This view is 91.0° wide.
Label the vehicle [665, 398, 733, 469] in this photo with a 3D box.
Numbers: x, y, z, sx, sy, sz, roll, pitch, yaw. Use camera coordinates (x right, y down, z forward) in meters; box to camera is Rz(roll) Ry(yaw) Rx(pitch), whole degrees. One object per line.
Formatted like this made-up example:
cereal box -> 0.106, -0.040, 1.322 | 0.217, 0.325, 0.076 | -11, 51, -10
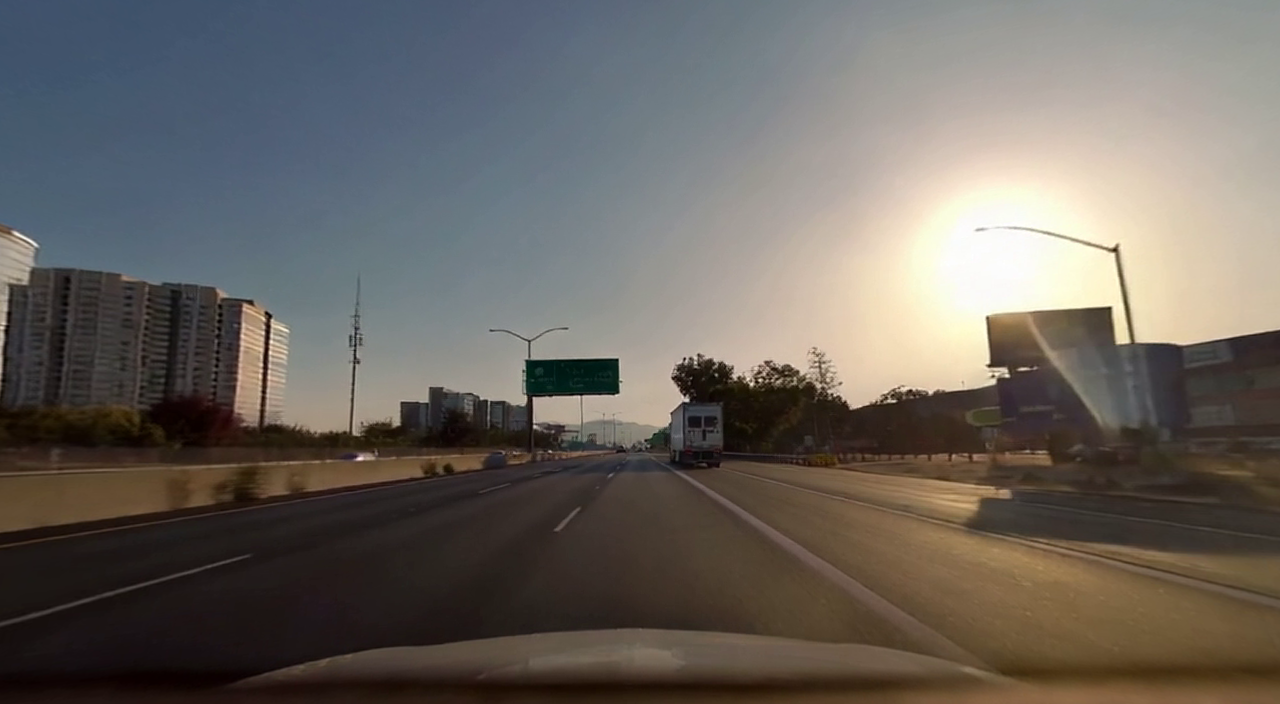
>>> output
vehicle -> 3.819, 6.094, 45.511 | 3.247, 4.224, 15.996 | 0, -9, -1
